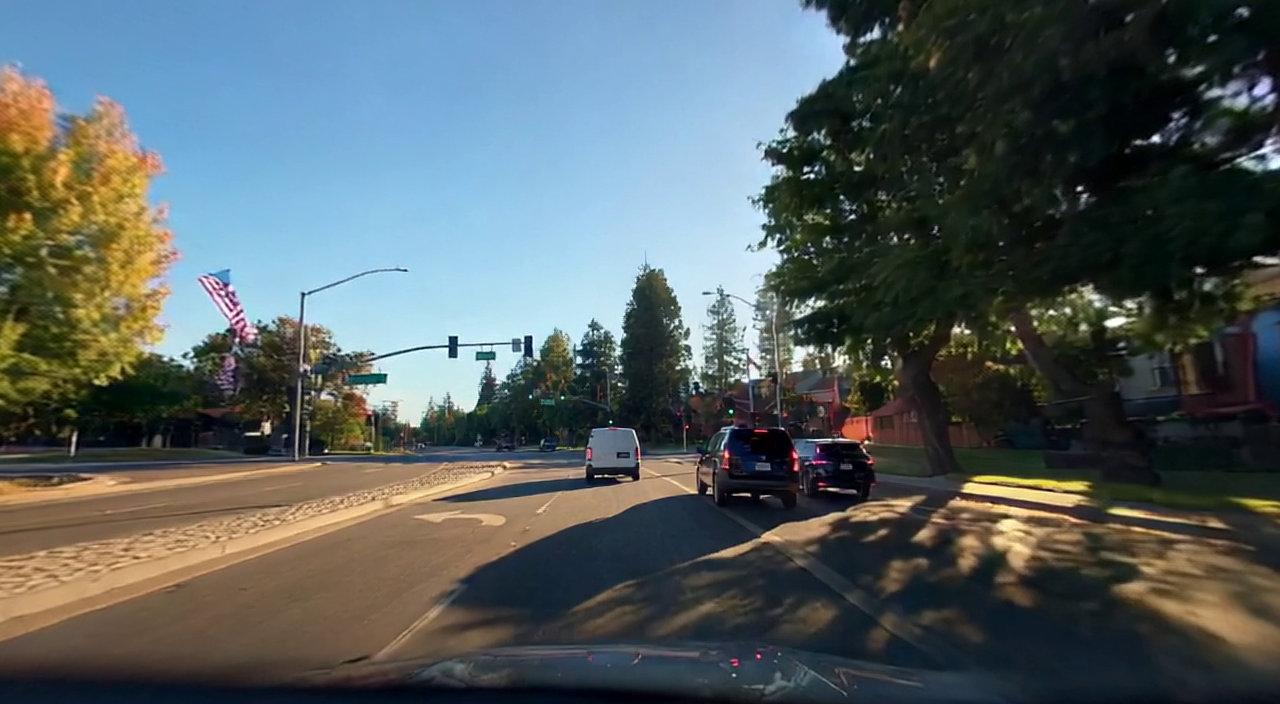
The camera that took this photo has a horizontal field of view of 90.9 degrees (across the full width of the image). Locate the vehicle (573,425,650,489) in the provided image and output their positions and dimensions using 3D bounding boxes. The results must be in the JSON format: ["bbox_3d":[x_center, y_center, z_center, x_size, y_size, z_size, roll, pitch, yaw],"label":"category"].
[{"bbox_3d":[-1.054,3.353,20.527,2.185,1.822,4.583,1,-8,-6],"label":"vehicle"}]

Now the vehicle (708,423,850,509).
[{"bbox_3d":[3.028,2.601,14.887,2.024,1.686,4.588,0,-8,-4],"label":"vehicle"}]
